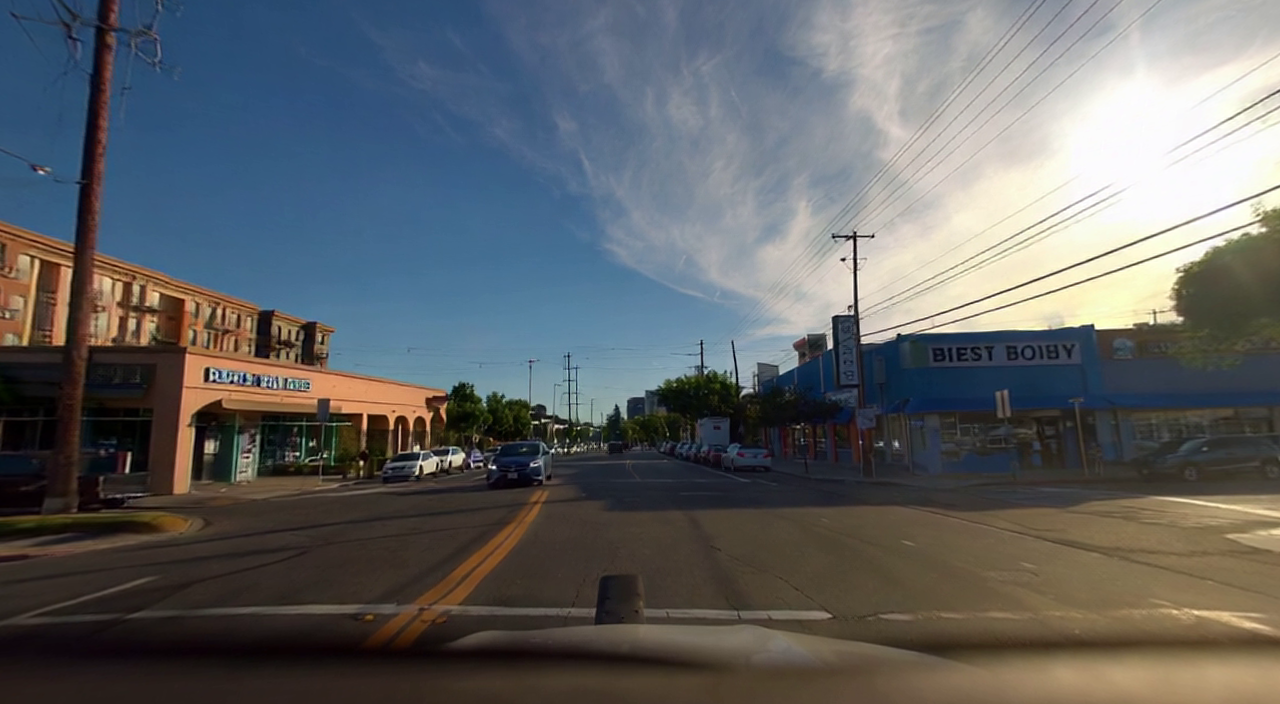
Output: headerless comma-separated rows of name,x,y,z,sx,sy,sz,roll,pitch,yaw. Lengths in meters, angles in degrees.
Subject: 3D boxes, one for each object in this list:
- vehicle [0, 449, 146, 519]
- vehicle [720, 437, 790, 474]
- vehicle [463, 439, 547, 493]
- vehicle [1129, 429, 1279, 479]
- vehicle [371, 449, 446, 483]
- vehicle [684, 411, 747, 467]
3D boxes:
vehicle,-15.066,3.080,14.972,4.729,1.518,2.107,3,-9,-17
vehicle,5.590,5.088,31.307,1.963,1.646,4.204,2,-9,-11
vehicle,-4.160,3.545,20.098,1.914,1.506,4.125,0,-8,-3
vehicle,18.619,3.230,20.115,4.368,1.479,1.985,0,-8,1
vehicle,-10.958,5.383,30.244,1.978,1.452,4.263,0,-8,0
vehicle,4.599,5.535,40.037,2.815,3.203,7.558,0,-8,-2
